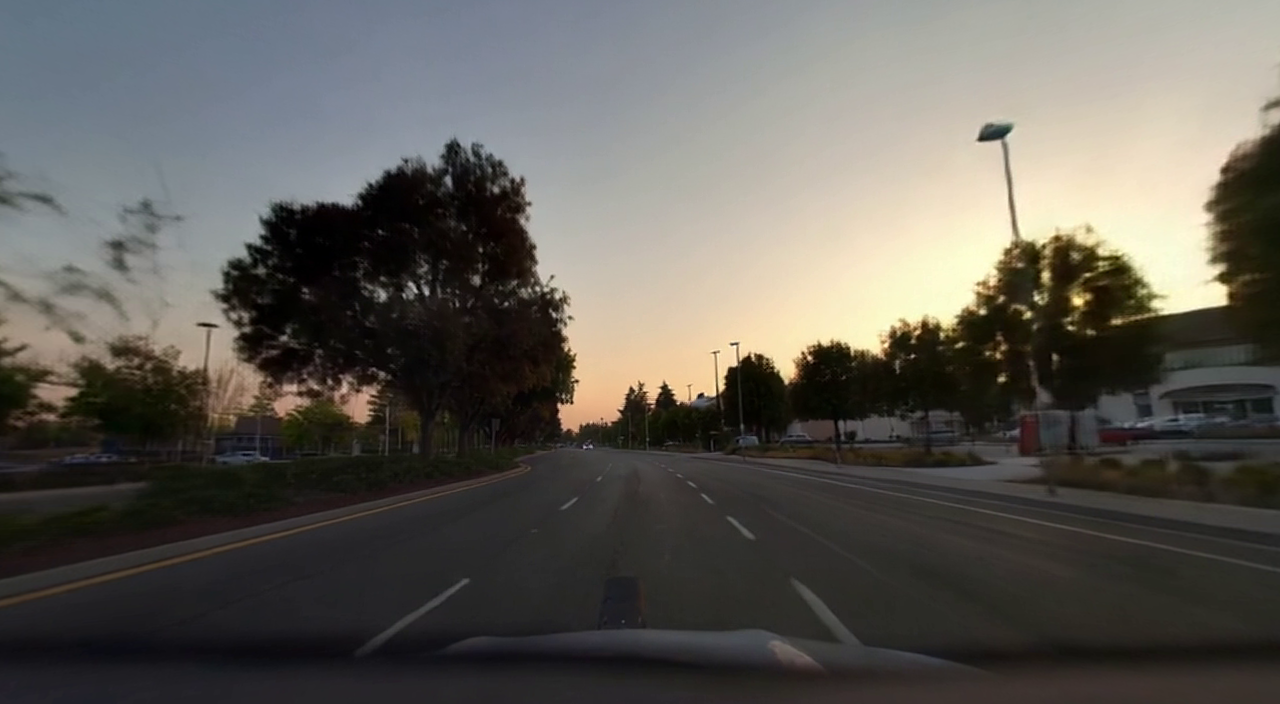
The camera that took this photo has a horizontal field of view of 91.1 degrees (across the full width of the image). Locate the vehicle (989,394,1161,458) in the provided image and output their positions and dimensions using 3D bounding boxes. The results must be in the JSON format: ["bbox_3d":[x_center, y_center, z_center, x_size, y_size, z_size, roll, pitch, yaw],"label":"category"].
[{"bbox_3d":[23.408,4.048,34.067,7.144,3.248,2.873,1,-9,-3],"label":"vehicle"}]
